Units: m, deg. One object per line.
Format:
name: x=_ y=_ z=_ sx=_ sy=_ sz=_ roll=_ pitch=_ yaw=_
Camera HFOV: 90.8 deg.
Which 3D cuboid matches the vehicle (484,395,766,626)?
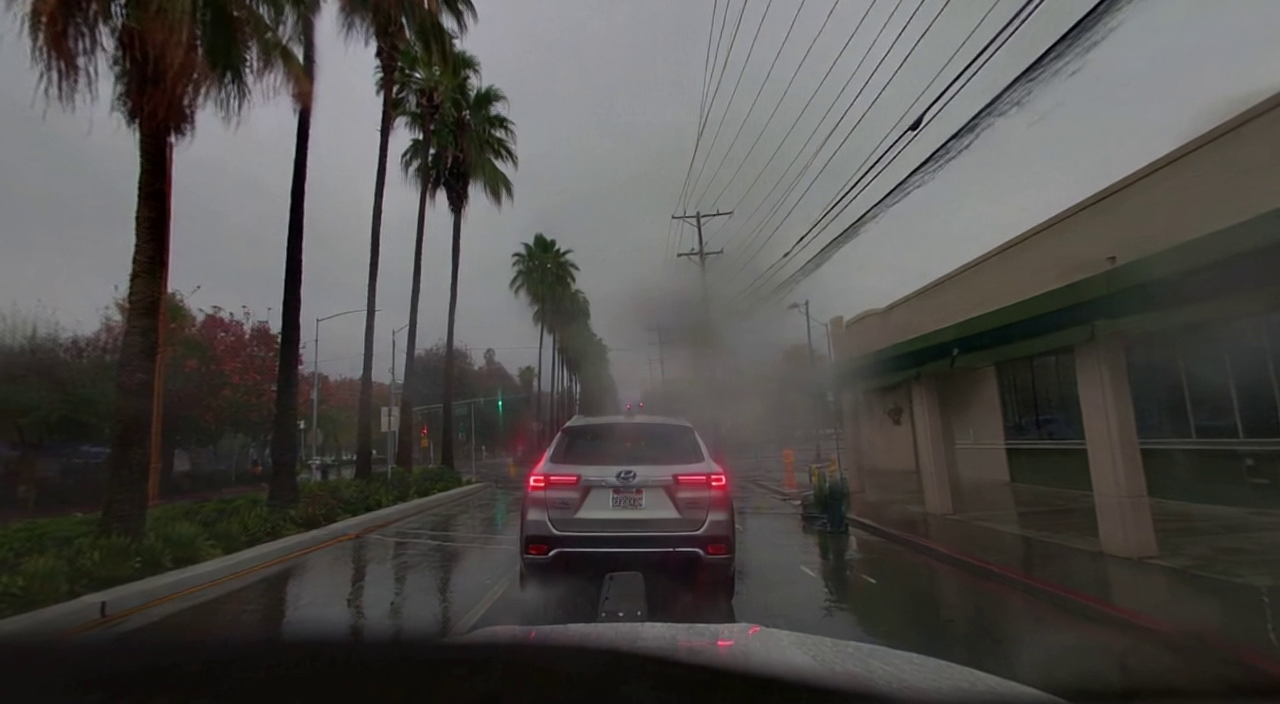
vehicle: x=-0.194 y=1.457 z=6.689 sx=2.105 sy=1.702 sz=3.750 roll=0 pitch=-8 yaw=-3
